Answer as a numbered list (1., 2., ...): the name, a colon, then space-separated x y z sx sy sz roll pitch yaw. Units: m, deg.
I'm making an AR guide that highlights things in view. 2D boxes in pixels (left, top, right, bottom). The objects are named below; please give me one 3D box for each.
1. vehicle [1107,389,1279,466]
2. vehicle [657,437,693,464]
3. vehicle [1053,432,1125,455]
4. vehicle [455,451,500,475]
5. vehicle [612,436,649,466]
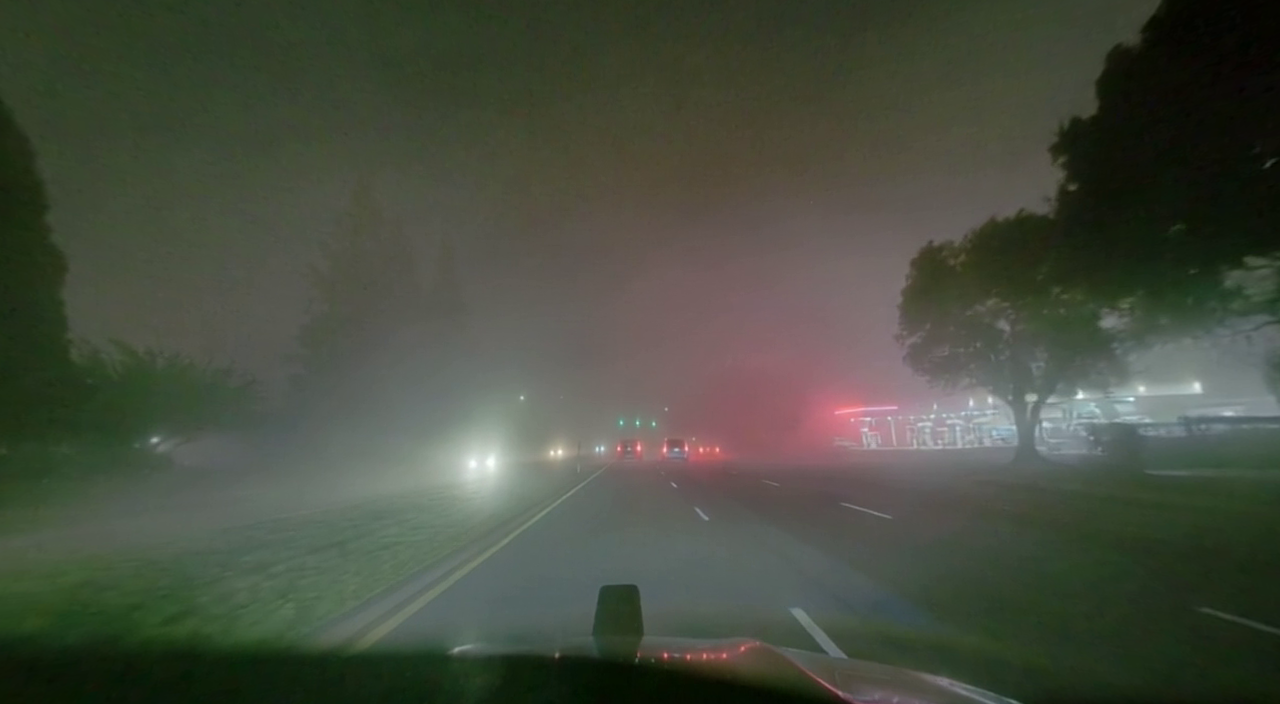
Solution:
1. vehicle: 29.046 3.997 33.099 8.711 3.678 2.870 3 -9 -21
2. vehicle: 2.402 6.910 44.393 2.140 1.800 4.660 0 -8 -2
3. vehicle: 30.656 6.242 43.077 4.663 1.485 1.991 4 -10 -28
4. vehicle: -11.160 7.670 43.722 2.052 1.503 4.559 0 -8 -1
5. vehicle: -0.644 6.421 41.163 2.261 1.820 4.255 0 -8 -2
